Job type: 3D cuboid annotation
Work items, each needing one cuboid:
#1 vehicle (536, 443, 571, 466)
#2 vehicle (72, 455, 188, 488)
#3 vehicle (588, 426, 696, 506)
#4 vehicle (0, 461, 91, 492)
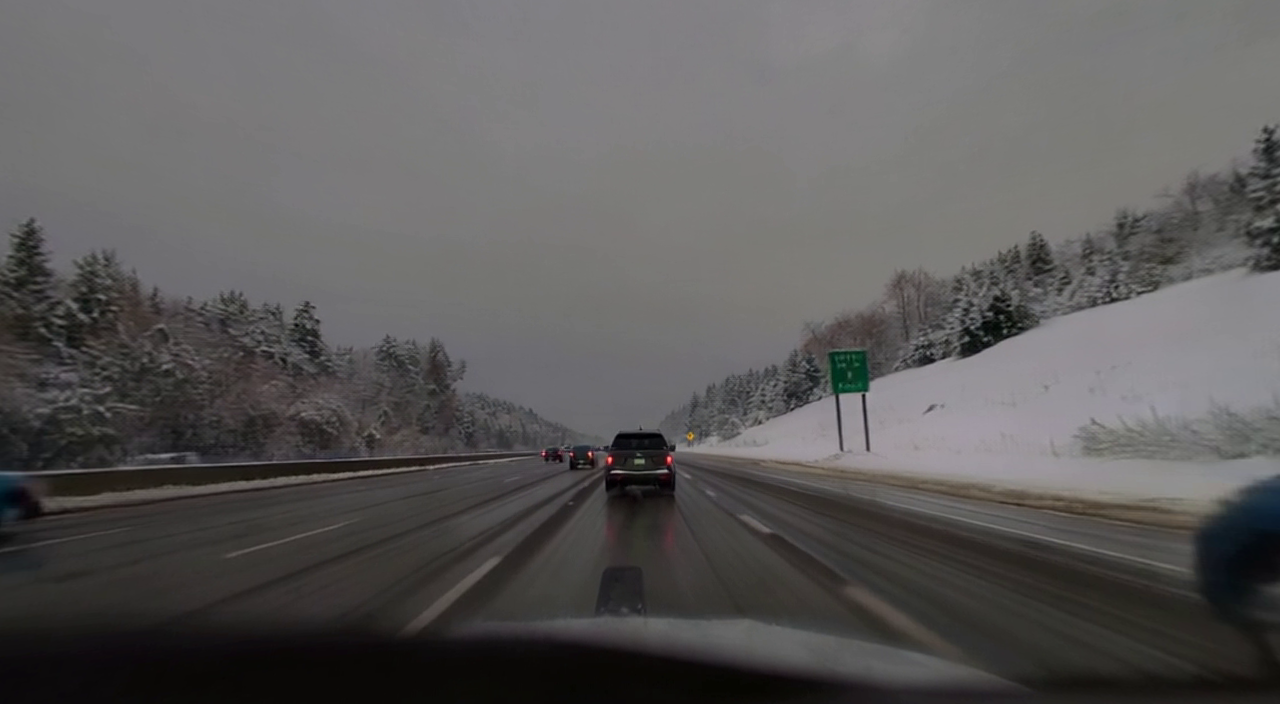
[{"bbox_3d":[-6.746,8.052,49.599,2.024,1.706,4.462,0,-9,1],"label":"vehicle"},{"bbox_3d":[-24.584,5.730,30.617,2.093,1.419,4.204,0,-9,1],"label":"vehicle"},{"bbox_3d":[0.062,2.925,16.561,2.447,1.804,4.273,0,-9,1],"label":"vehicle"},{"bbox_3d":[-32.041,6.568,33.521,1.766,1.428,4.355,0,-9,0],"label":"vehicle"}]
